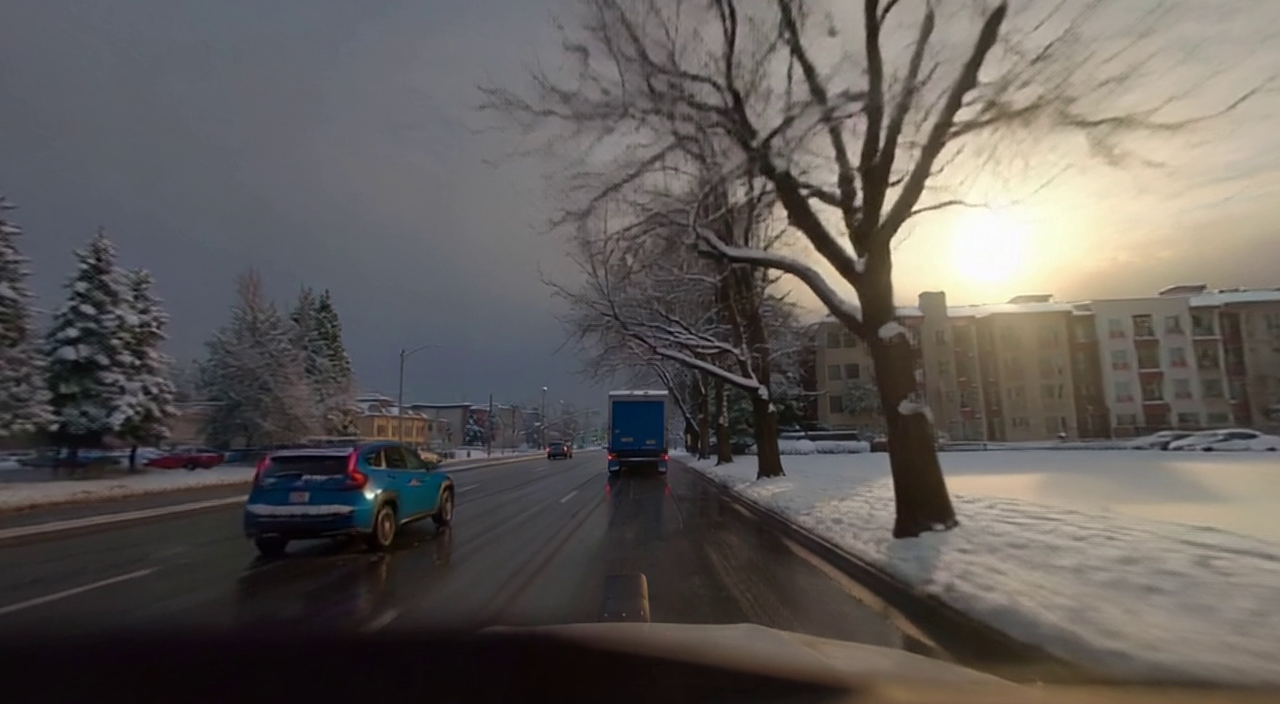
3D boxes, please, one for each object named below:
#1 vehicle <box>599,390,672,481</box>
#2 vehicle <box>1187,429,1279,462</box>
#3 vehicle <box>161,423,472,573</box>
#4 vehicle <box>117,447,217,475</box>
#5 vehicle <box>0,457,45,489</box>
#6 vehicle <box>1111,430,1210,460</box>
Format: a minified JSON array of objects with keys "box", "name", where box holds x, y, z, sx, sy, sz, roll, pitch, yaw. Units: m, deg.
[{"box":[-0.112,4.001,29.664,2.905,3.644,8.807,0,-9,1],"name":"vehicle"},{"box":[27.341,4.258,28.591,3.341,1.387,1.619,-1,-8,-3],"name":"vehicle"},{"box":[-4.056,1.893,8.960,2.078,1.597,4.355,0,-9,0],"name":"vehicle"},{"box":[-35.848,8.248,47.696,5.845,1.983,2.215,-1,-8,2],"name":"vehicle"},{"box":[-33.391,6.314,32.947,4.394,1.478,2.084,-6,-10,34],"name":"vehicle"},{"box":[25.773,4.631,31.153,3.503,1.419,1.646,1,-8,-4],"name":"vehicle"}]
